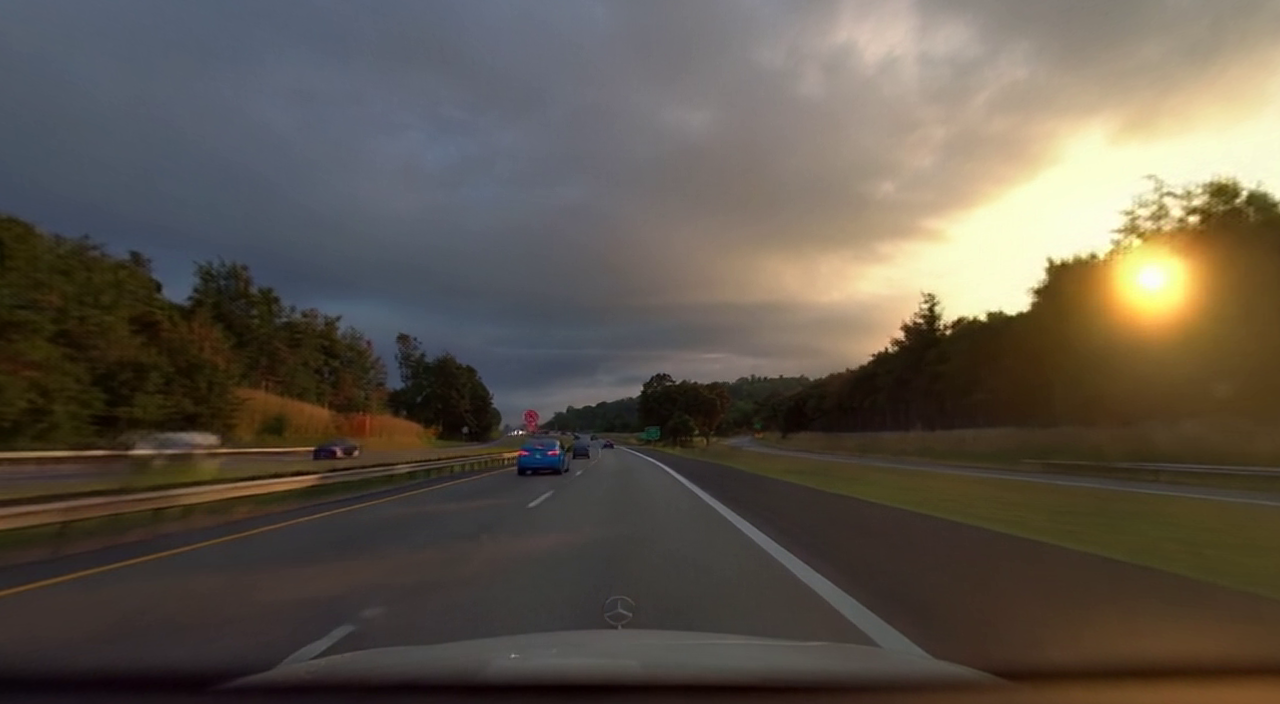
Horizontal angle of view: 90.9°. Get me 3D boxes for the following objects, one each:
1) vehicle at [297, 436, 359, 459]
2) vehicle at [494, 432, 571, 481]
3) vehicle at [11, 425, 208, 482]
[{"bbox_3d":[-19.914,6.096,40.441,1.892,1.435,4.234,0,-8,-2],"label":"vehicle"},{"bbox_3d":[-3.825,3.777,23.297,2.047,1.612,4.631,0,-8,0],"label":"vehicle"},{"bbox_3d":[-15.295,2.937,18.618,1.838,1.473,4.625,0,-8,-1],"label":"vehicle"}]
